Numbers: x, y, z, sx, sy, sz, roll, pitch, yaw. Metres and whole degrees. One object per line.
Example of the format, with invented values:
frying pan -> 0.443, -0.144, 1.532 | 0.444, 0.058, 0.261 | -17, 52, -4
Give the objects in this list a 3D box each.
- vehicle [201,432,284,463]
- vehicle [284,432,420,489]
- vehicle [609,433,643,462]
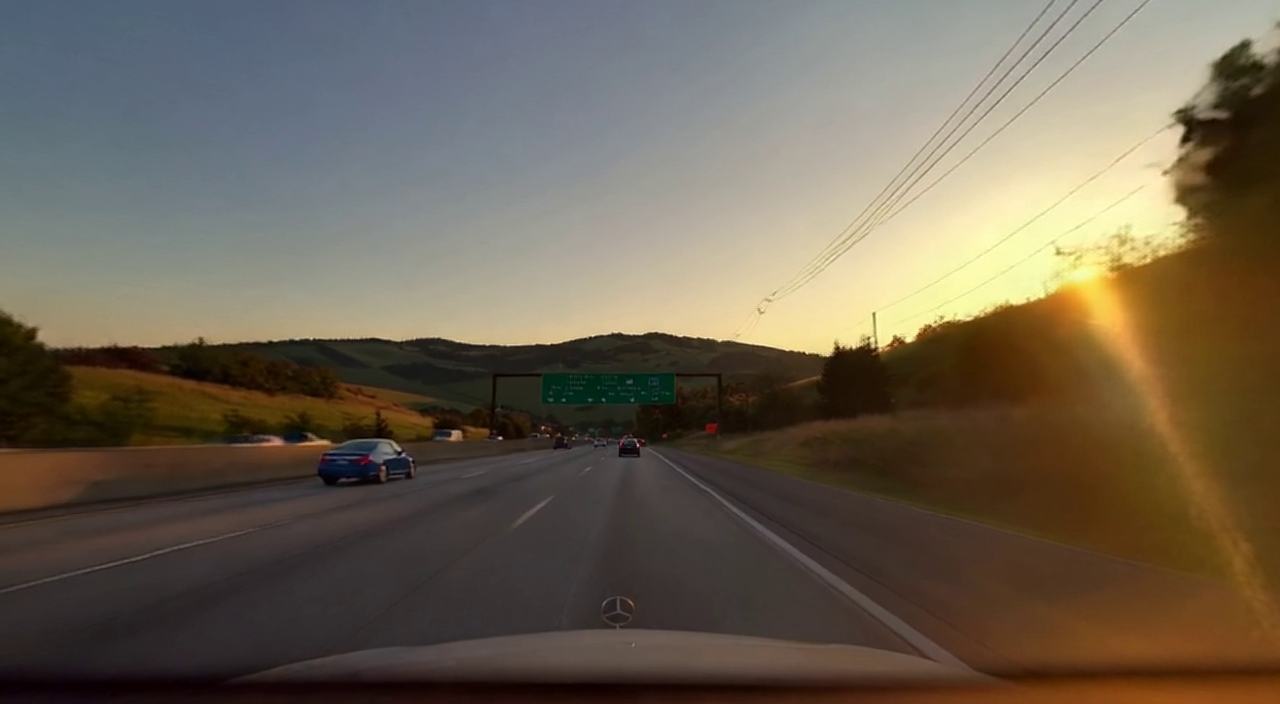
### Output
vehicle -> -19.922, 4.810, 31.740 | 1.719, 1.443, 3.746 | 0, -8, 0
vehicle -> -8.316, 3.154, 18.722 | 2.047, 1.486, 4.306 | 0, -8, -1
vehicle -> -0.900, 5.978, 39.702 | 2.040, 1.715, 3.906 | 0, -8, -1
